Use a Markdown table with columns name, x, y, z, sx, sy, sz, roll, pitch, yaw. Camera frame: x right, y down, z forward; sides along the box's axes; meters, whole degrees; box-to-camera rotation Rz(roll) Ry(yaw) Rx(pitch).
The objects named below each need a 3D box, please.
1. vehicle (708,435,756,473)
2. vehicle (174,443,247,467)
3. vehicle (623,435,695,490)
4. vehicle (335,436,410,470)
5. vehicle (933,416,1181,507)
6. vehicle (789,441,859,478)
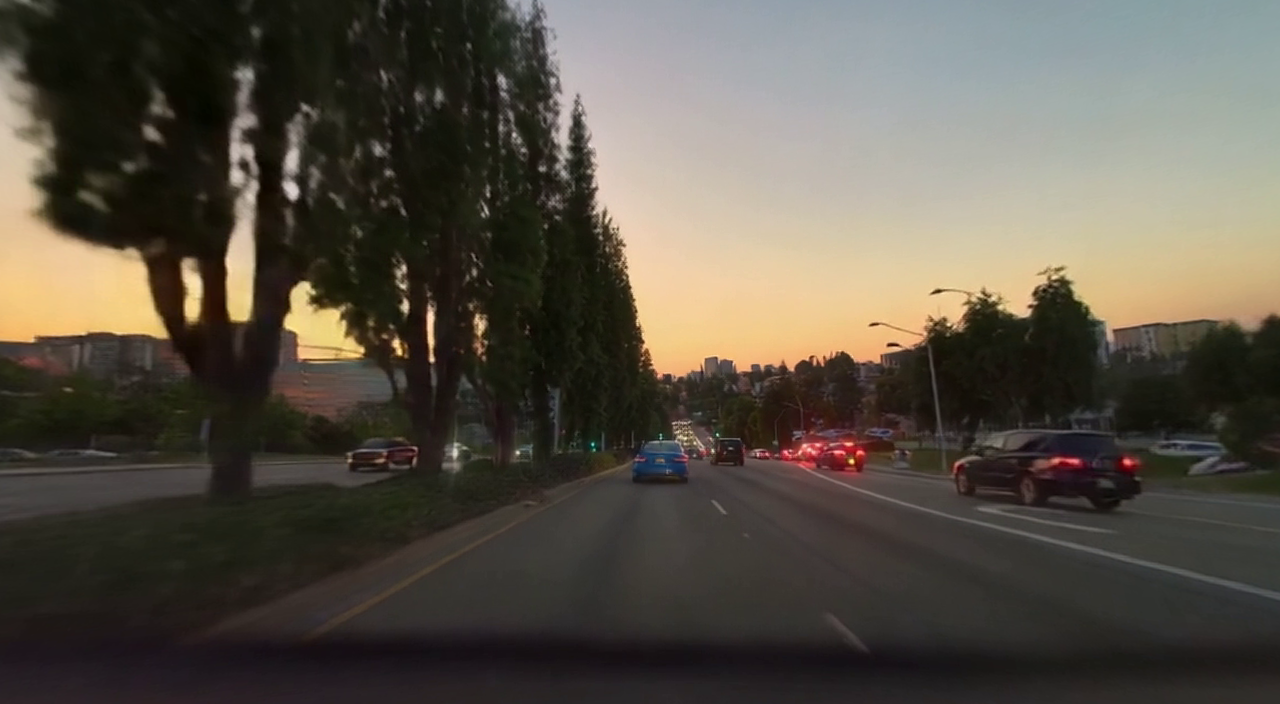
| name | x | y | z | sx | sy | sz | roll | pitch | yaw |
| --- | --- | --- | --- | --- | --- | --- | --- | --- | --- |
| vehicle | 4.710 | 5.296 | 32.803 | 1.976 | 1.796 | 4.159 | 0 | -9 | 2 |
| vehicle | -32.760 | 7.815 | 48.026 | 4.949 | 1.714 | 1.936 | -3 | -9 | 20 |
| vehicle | 0.647 | 3.618 | 20.954 | 2.145 | 1.603 | 4.369 | 0 | -8 | 2 |
| vehicle | -12.669 | 4.807 | 30.058 | 1.785 | 1.503 | 3.885 | 0 | -9 | 2 |
| vehicle | 11.269 | 3.053 | 18.063 | 2.493 | 2.084 | 6.892 | 0 | -9 | 1 |
| vehicle | 8.153 | 4.797 | 28.316 | 1.928 | 1.488 | 4.361 | 0 | -9 | 2 |
